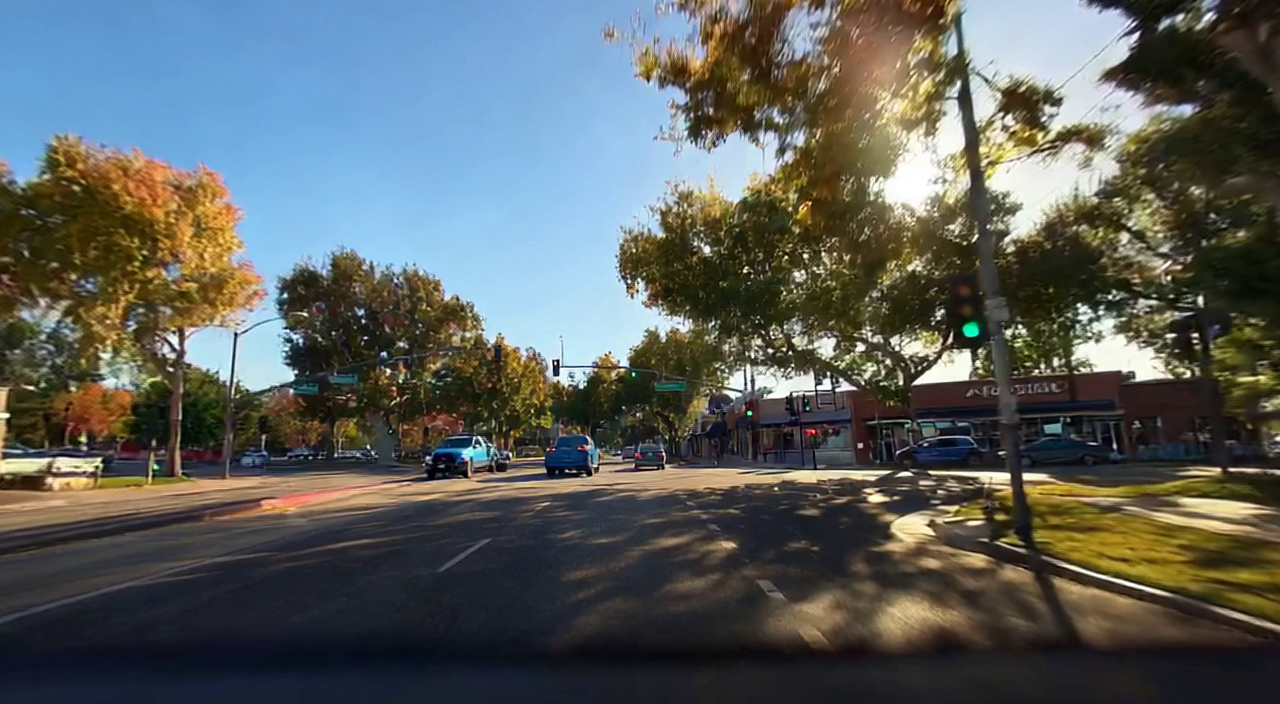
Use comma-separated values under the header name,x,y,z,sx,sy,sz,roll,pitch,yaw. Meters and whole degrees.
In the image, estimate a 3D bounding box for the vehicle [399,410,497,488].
name,x,y,z,sx,sy,sz,roll,pitch,yaw
vehicle,-7.168,3.683,24.218,2.507,2.667,4.567,0,-8,-3

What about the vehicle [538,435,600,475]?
name,x,y,z,sx,sy,sz,roll,pitch,yaw
vehicle,-3.368,5.078,31.306,2.464,1.777,5.128,0,-9,0

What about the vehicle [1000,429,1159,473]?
name,x,y,z,sx,sy,sz,roll,pitch,yaw
vehicle,16.001,3.622,23.214,4.520,1.455,1.968,-6,-10,35

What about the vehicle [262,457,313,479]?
name,x,y,z,sx,sy,sz,roll,pitch,yaw
vehicle,-26.523,8.693,47.485,4.432,1.480,1.915,-8,-11,41

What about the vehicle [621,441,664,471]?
name,x,y,z,sx,sy,sz,roll,pitch,yaw
vehicle,0.148,5.484,33.435,2.103,1.487,4.101,0,-9,1

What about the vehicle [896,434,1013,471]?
name,x,y,z,sx,sy,sz,roll,pitch,yaw
vehicle,14.207,4.533,28.639,4.406,1.512,1.935,-6,-10,35
